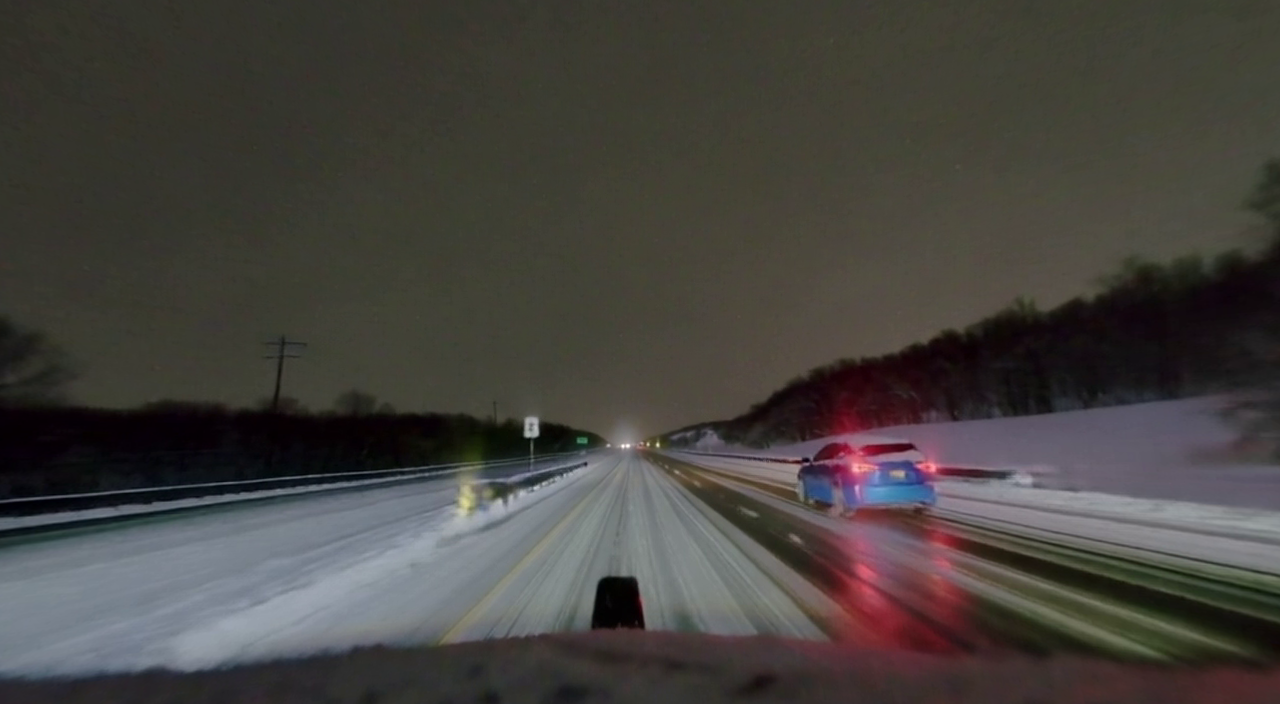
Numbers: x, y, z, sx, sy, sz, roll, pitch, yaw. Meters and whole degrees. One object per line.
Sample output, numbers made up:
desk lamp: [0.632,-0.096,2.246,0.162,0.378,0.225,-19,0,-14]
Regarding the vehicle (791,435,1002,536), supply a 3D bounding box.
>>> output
vehicle: [4.263,2.285,11.287,1.981,1.440,4.125,0,-9,-1]
